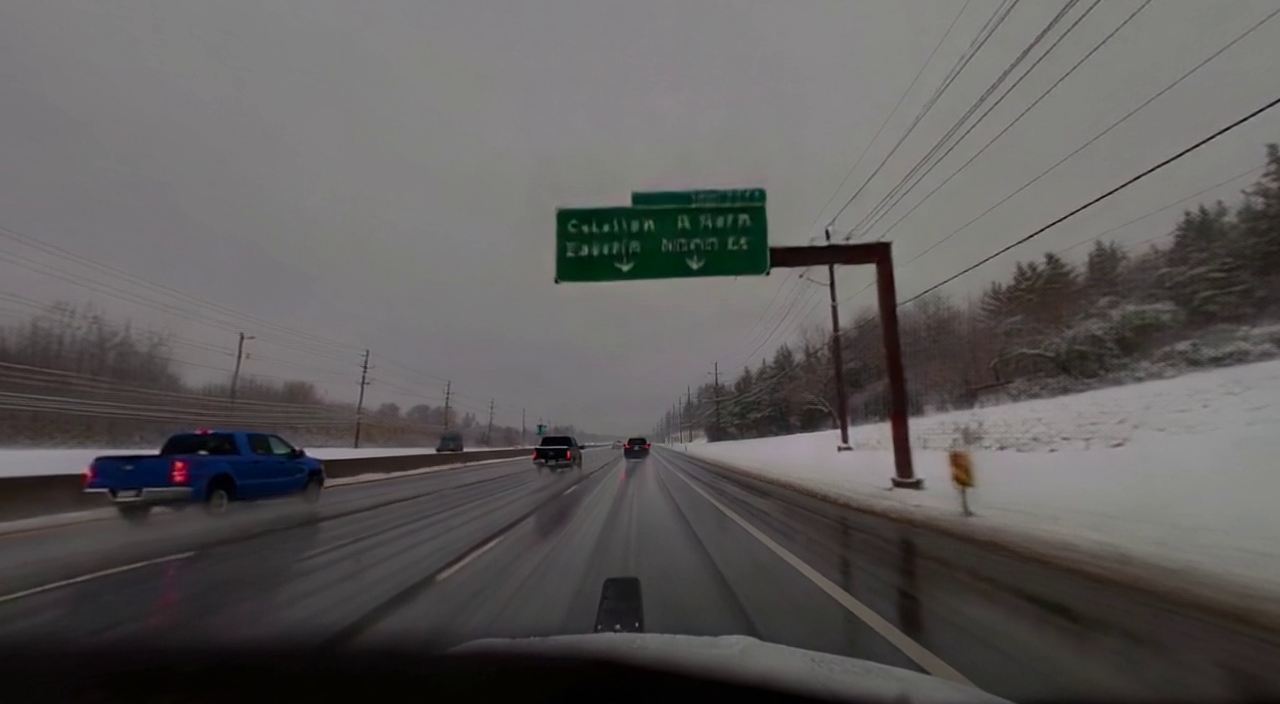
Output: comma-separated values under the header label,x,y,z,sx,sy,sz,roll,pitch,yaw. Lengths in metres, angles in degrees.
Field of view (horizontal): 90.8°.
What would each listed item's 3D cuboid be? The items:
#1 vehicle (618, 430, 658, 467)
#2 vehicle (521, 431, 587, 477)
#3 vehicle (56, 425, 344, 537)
label,x,y,z,sx,sy,sz,roll,pitch,yaw
vehicle,-0.117,6.098,40.028,2.358,2.144,4.713,-1,-9,0
vehicle,-3.718,4.535,28.180,2.204,1.812,5.289,0,-9,0
vehicle,-7.477,2.218,11.481,2.013,1.609,4.446,-1,-9,0
